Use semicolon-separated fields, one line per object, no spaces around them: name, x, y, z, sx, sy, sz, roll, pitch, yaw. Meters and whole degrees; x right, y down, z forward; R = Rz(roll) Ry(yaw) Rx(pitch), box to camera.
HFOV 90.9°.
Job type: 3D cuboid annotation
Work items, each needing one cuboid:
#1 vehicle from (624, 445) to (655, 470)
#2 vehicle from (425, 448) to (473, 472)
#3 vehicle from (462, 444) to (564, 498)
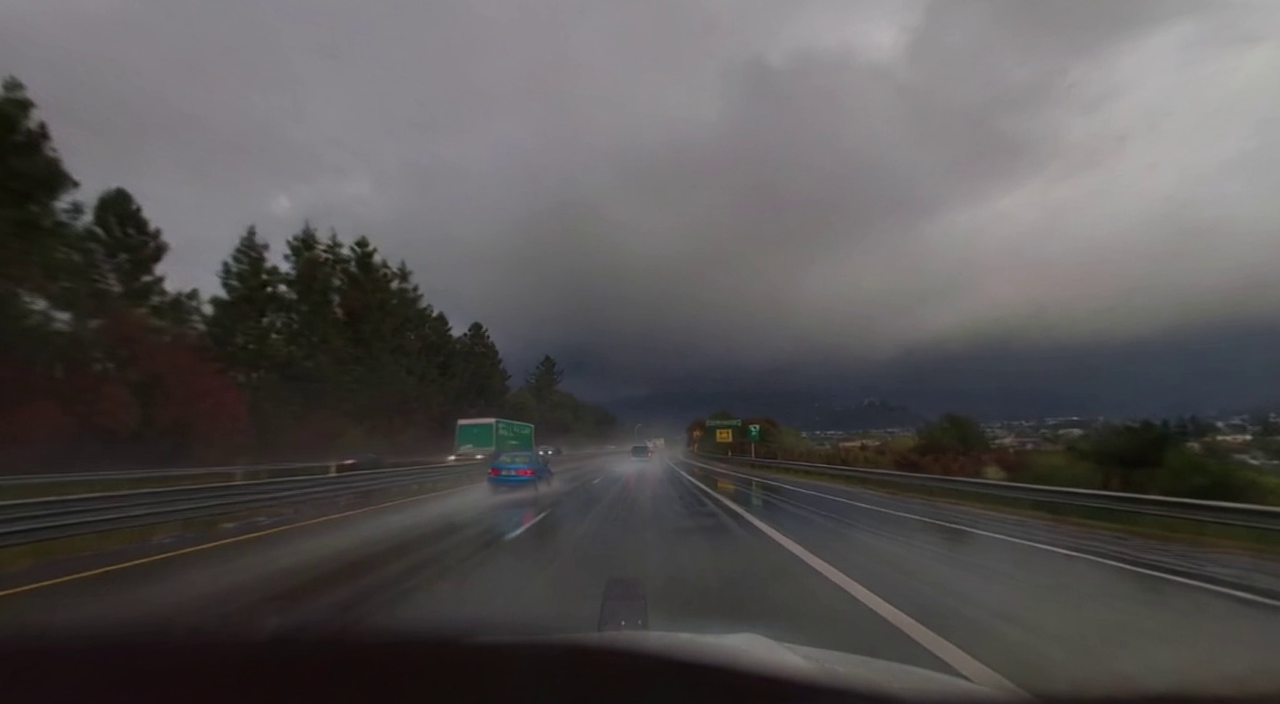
vehicle;-0.018;7.176;43.072;2.011;1.590;3.607;0;-9;1
vehicle;-13.220;7.487;43.896;1.904;1.580;4.453;0;-9;1
vehicle;-3.810;3.661;19.830;2.157;1.483;4.601;0;-9;1
